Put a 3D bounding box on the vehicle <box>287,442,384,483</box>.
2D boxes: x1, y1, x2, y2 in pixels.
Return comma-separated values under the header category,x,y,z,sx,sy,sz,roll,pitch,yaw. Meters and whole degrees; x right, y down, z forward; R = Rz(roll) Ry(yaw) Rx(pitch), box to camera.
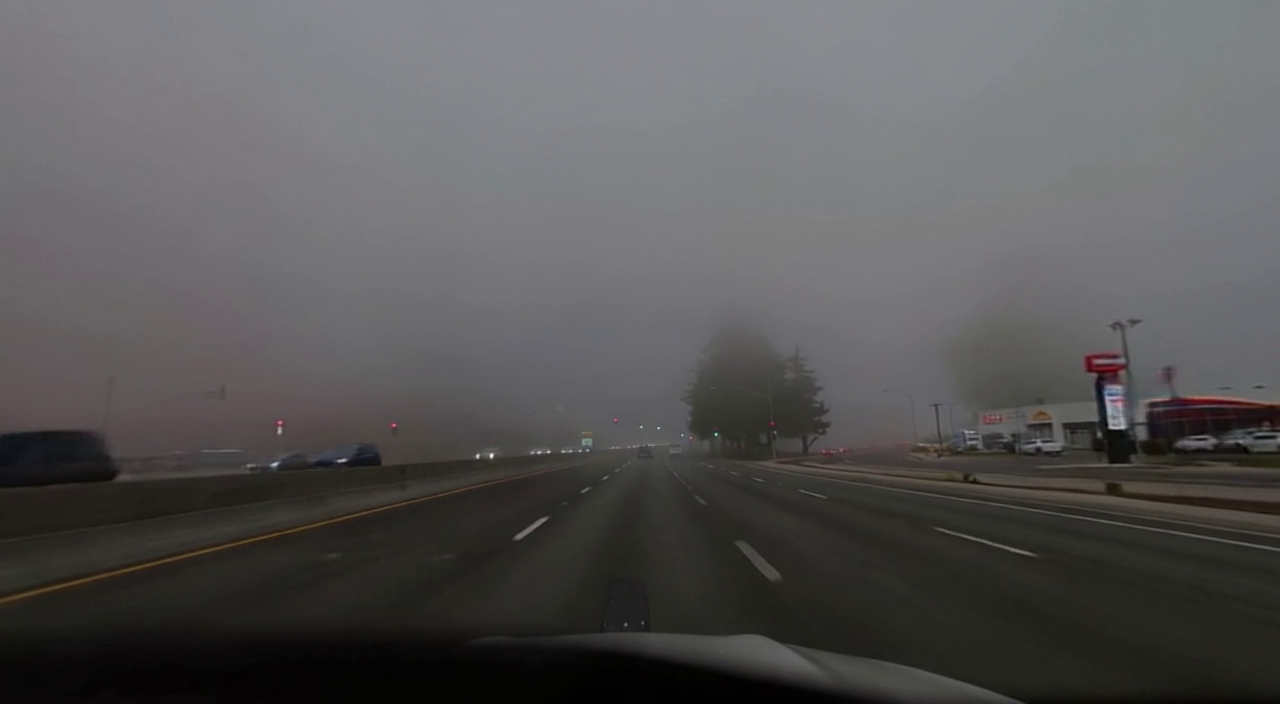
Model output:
category,x,y,z,sx,sy,sz,roll,pitch,yaw
vehicle,-13.622,4.947,28.521,2.078,1.684,4.505,0,-8,1
